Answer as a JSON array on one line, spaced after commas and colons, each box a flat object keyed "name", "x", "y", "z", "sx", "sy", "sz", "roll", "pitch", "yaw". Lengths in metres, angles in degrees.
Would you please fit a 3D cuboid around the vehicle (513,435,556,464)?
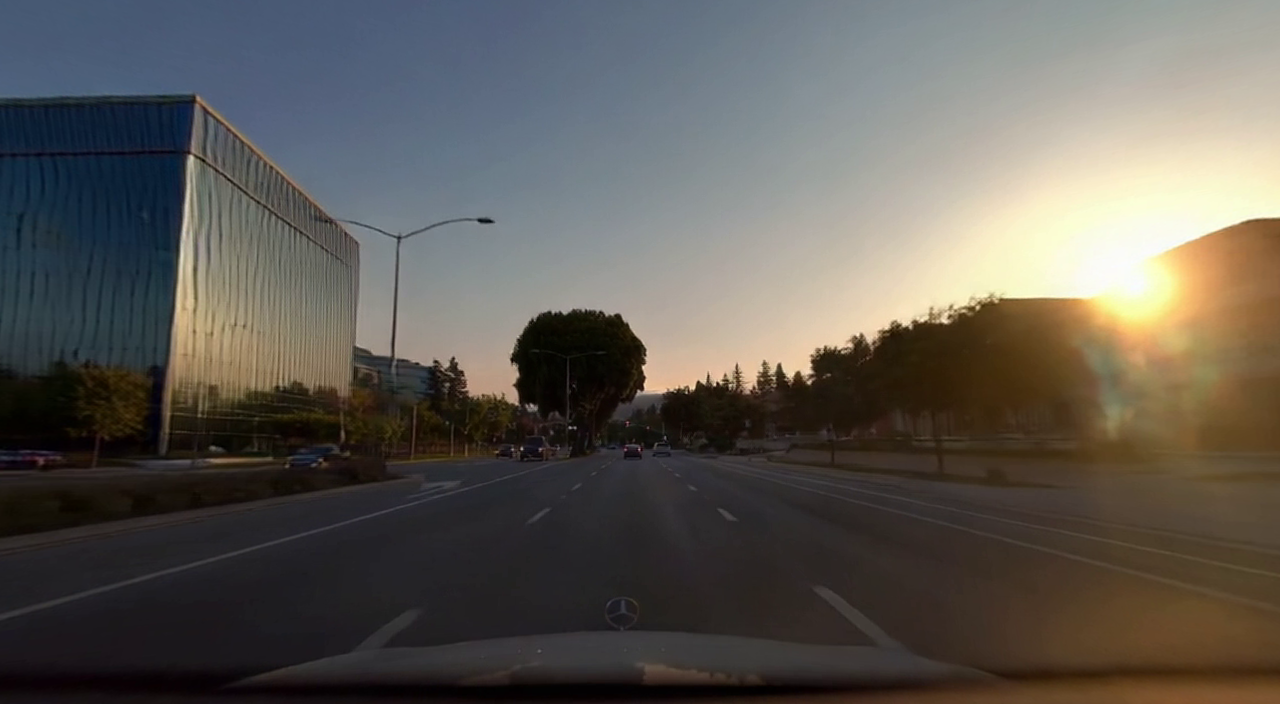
[{"name": "vehicle", "x": -8.234, "y": 7.650, "z": 49.911, "sx": 2.631, "sy": 1.990, "sz": 5.787, "roll": -2, "pitch": -7, "yaw": -3}]

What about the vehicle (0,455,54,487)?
[{"name": "vehicle", "x": -34.524, "y": 6.436, "z": 34.291, "sx": 4.090, "sy": 1.598, "sz": 1.906, "roll": -2, "pitch": -9, "yaw": 14}]

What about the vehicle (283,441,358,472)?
[{"name": "vehicle", "x": -21.291, "y": 6.937, "z": 42.380, "sx": 2.180, "sy": 1.902, "sz": 5.475, "roll": 0, "pitch": -8, "yaw": 0}]

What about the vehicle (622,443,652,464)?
[{"name": "vehicle", "x": -0.247, "y": 7.197, "z": 44.998, "sx": 2.080, "sy": 1.445, "sz": 4.096, "roll": 0, "pitch": -8, "yaw": -2}]
